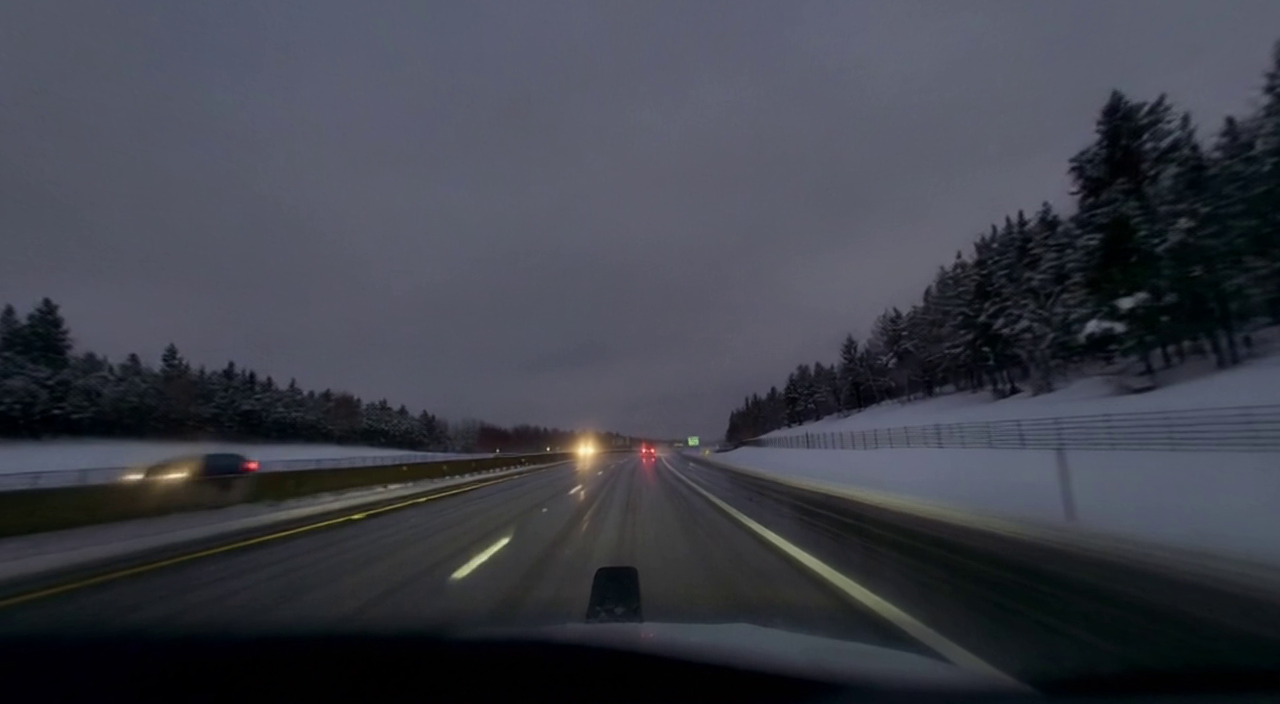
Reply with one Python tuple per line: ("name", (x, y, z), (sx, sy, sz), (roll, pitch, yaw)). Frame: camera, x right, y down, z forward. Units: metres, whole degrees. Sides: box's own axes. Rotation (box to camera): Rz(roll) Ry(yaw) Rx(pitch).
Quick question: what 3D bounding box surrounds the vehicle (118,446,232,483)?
("vehicle", (-19.742, 4.771, 26.916), (1.860, 1.452, 3.925), (-1, -9, 0))
